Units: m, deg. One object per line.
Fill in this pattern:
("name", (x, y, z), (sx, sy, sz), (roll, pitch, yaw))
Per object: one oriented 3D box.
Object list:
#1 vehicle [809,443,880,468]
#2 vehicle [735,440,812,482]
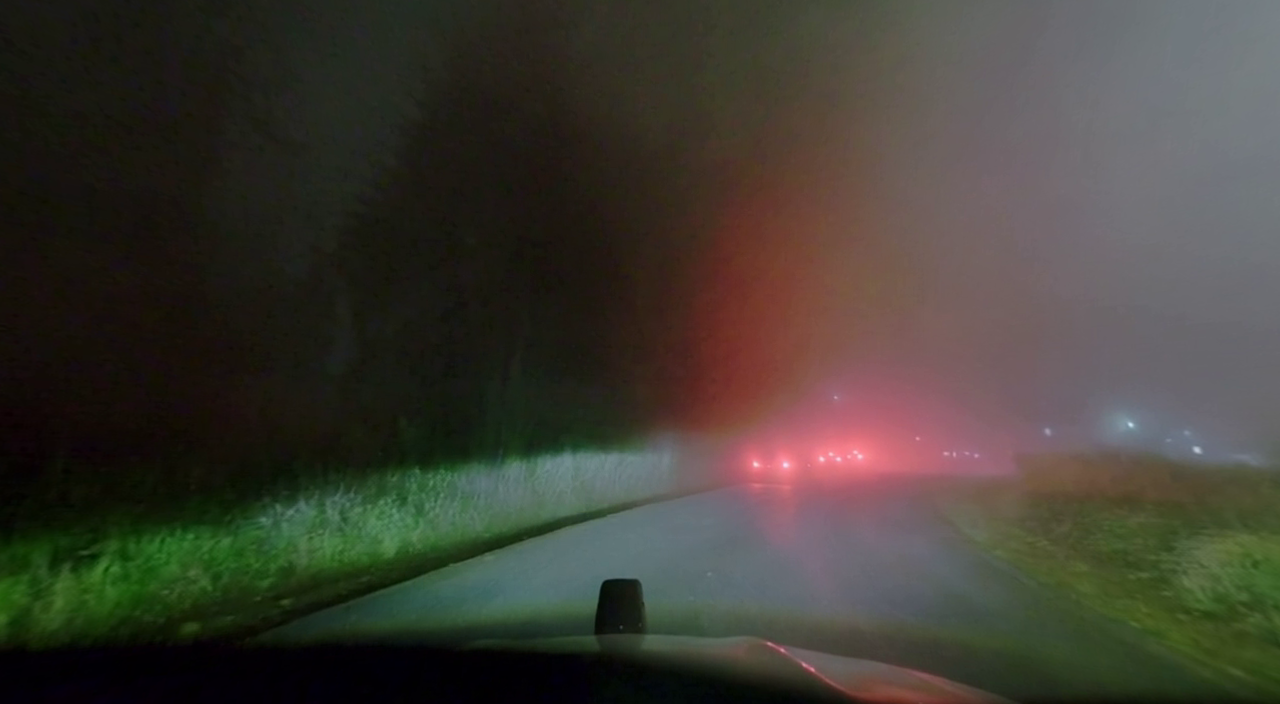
("vehicle", (15.744, 7.961, 48.537), (2.135, 1.775, 4.988), (5, -10, -31))
("vehicle", (6.376, 5.126, 29.716), (1.988, 1.789, 4.257), (-4, -10, 36))
